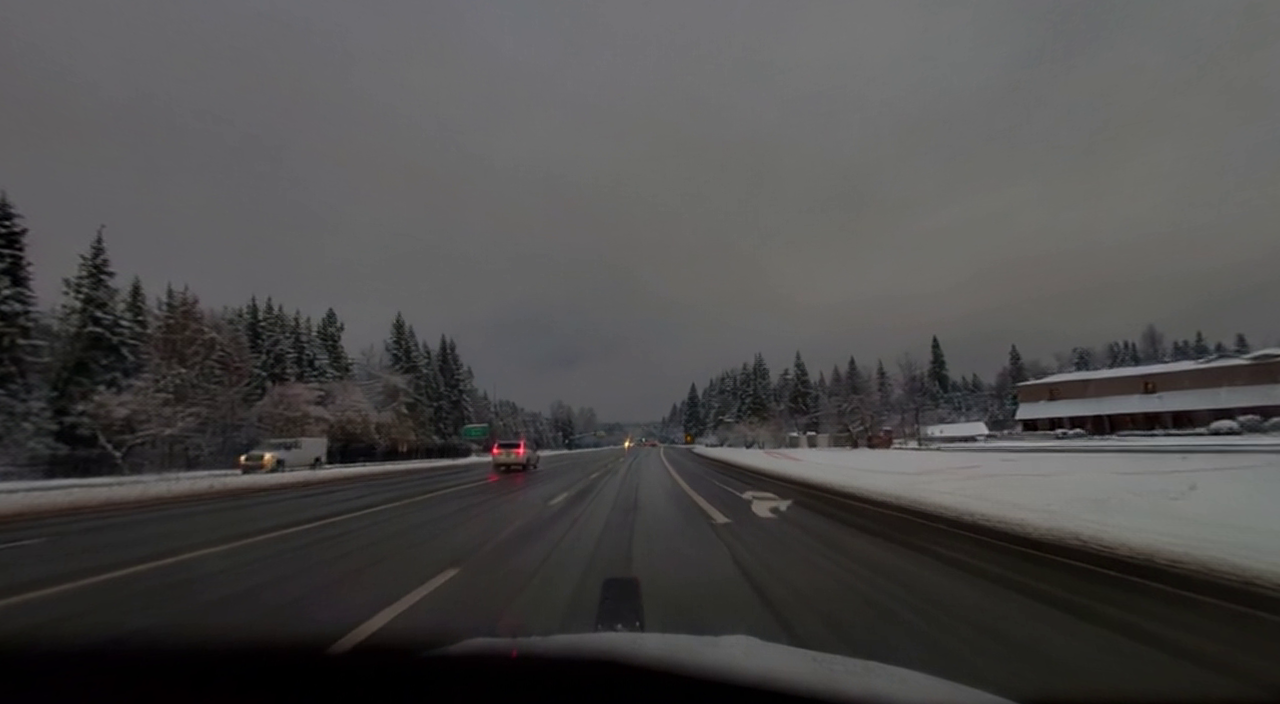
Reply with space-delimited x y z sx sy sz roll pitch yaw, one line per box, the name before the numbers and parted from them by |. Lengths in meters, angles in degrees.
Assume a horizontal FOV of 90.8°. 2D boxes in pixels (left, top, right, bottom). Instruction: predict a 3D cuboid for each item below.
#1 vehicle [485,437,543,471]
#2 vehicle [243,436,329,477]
vehicle | -6.855 5.589 34.869 2.115 1.711 4.722 0 -8 2
vehicle | -26.182 7.704 47.119 2.284 2.792 6.858 -1 -8 2
